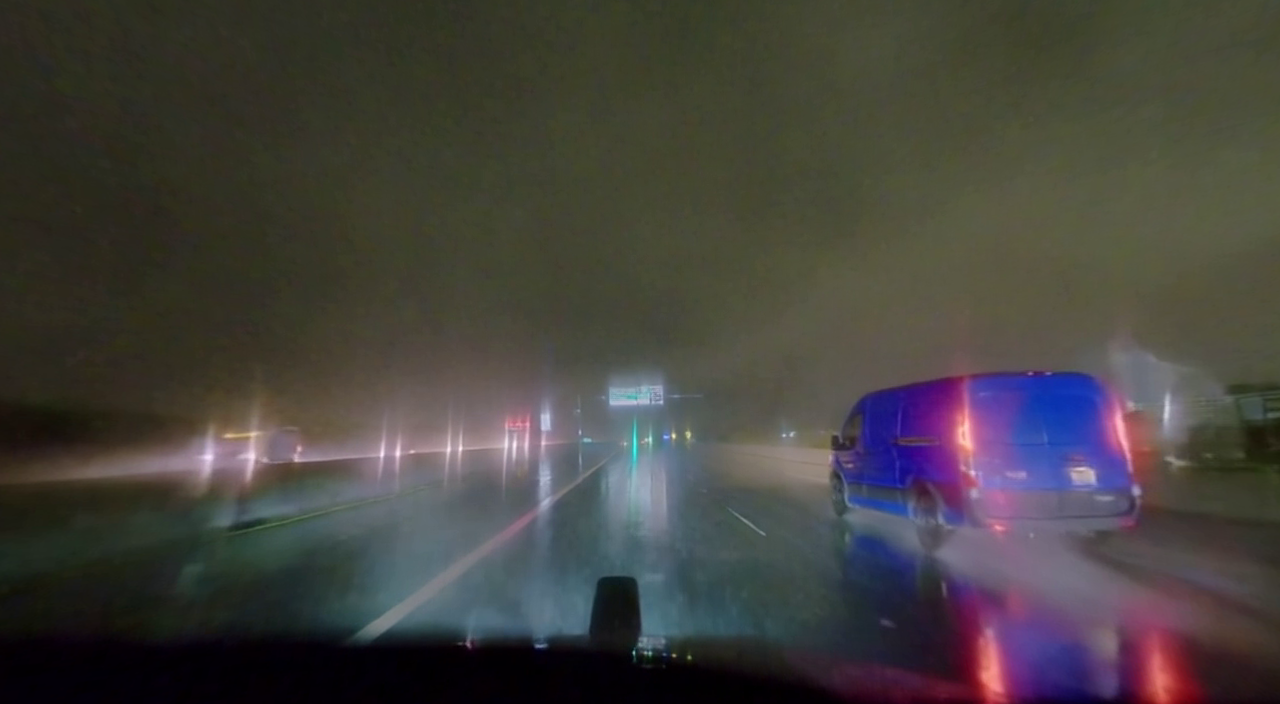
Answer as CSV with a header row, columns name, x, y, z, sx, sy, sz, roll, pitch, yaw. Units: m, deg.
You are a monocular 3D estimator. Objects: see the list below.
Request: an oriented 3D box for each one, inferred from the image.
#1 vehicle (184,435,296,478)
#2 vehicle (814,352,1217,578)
name,x,y,z,sx,sy,sz,roll,pitch,yaw
vehicle,-21.438,5.579,34.095,2.355,2.100,5.568,-1,-8,0
vehicle,4.007,1.317,8.011,2.161,2.002,4.631,0,-8,-1
